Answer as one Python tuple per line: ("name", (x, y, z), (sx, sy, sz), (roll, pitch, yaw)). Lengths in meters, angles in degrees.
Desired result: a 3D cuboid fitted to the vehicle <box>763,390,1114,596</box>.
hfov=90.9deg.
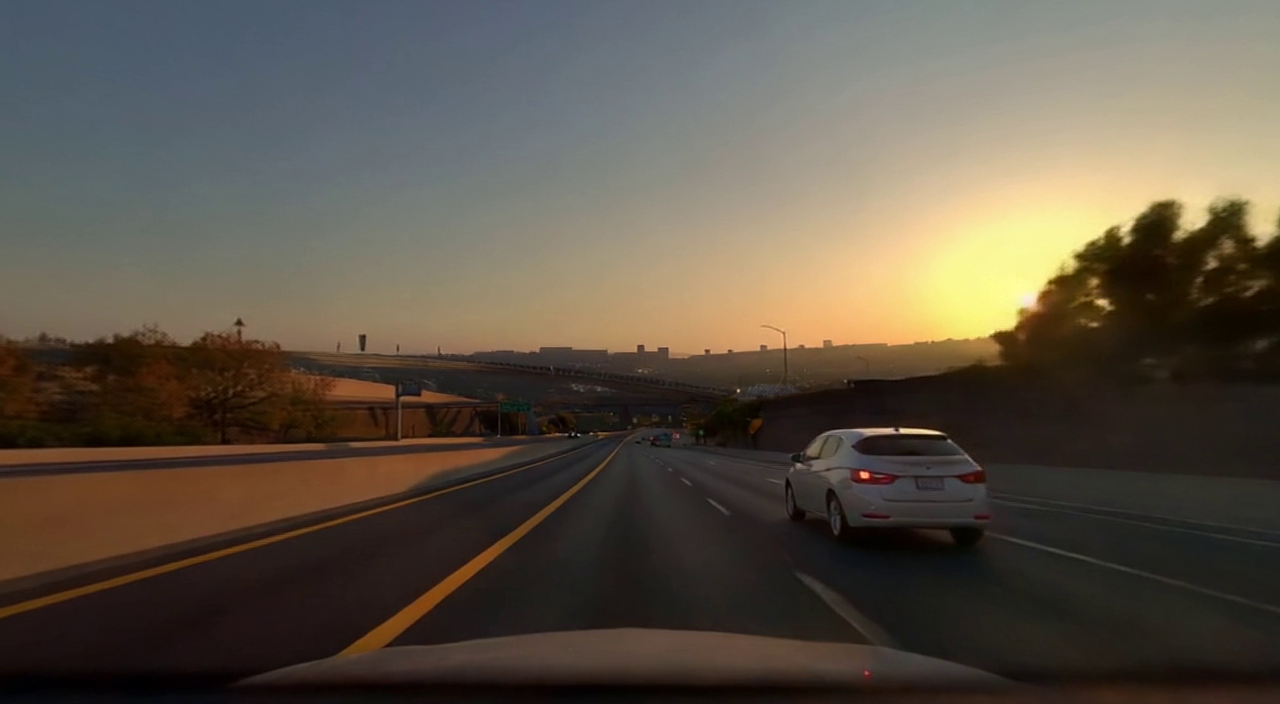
("vehicle", (2.918, 1.493, 7.461), (2.059, 1.715, 4.192), (0, -8, 0))
